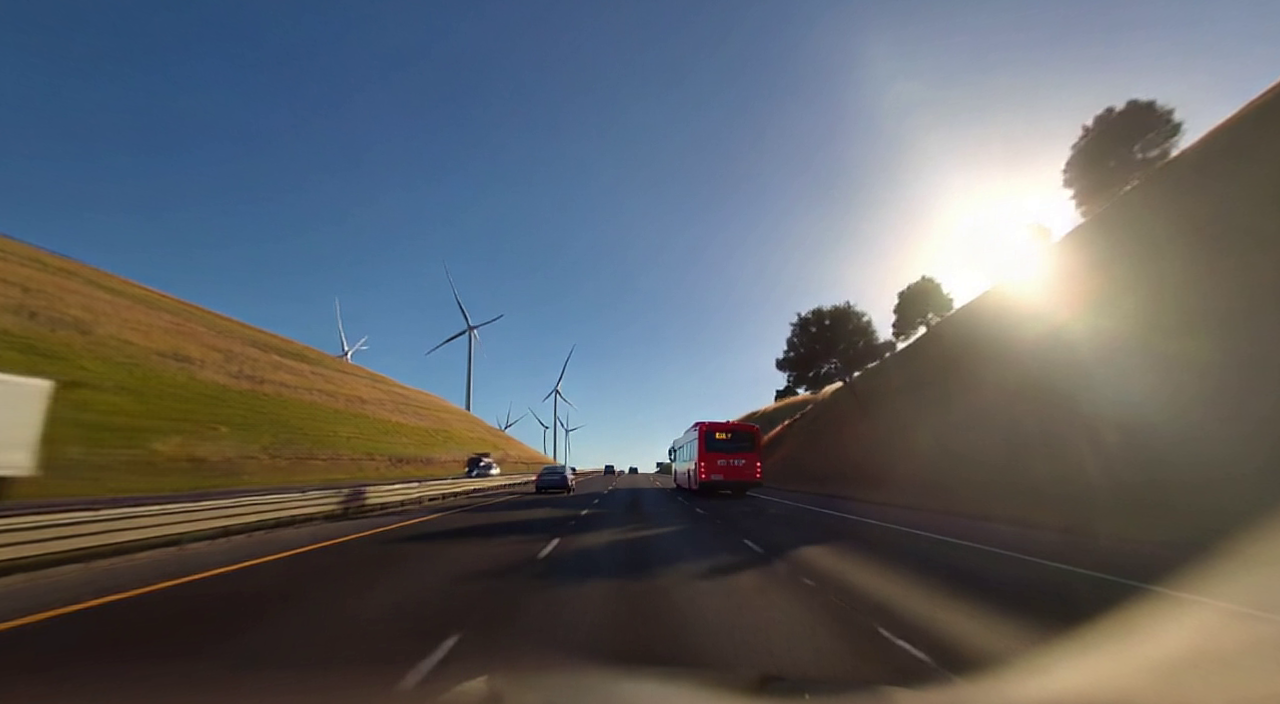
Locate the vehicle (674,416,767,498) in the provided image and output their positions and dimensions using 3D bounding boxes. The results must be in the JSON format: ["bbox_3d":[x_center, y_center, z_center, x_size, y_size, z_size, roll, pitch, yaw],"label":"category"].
[{"bbox_3d":[3.985,5.985,35.413,2.941,3.574,14.463,1,-10,-1],"label":"vehicle"}]

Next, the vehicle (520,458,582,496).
[{"bbox_3d":[-3.963,5.677,28.756,2.213,1.568,4.274,1,-10,0],"label":"vehicle"}]
